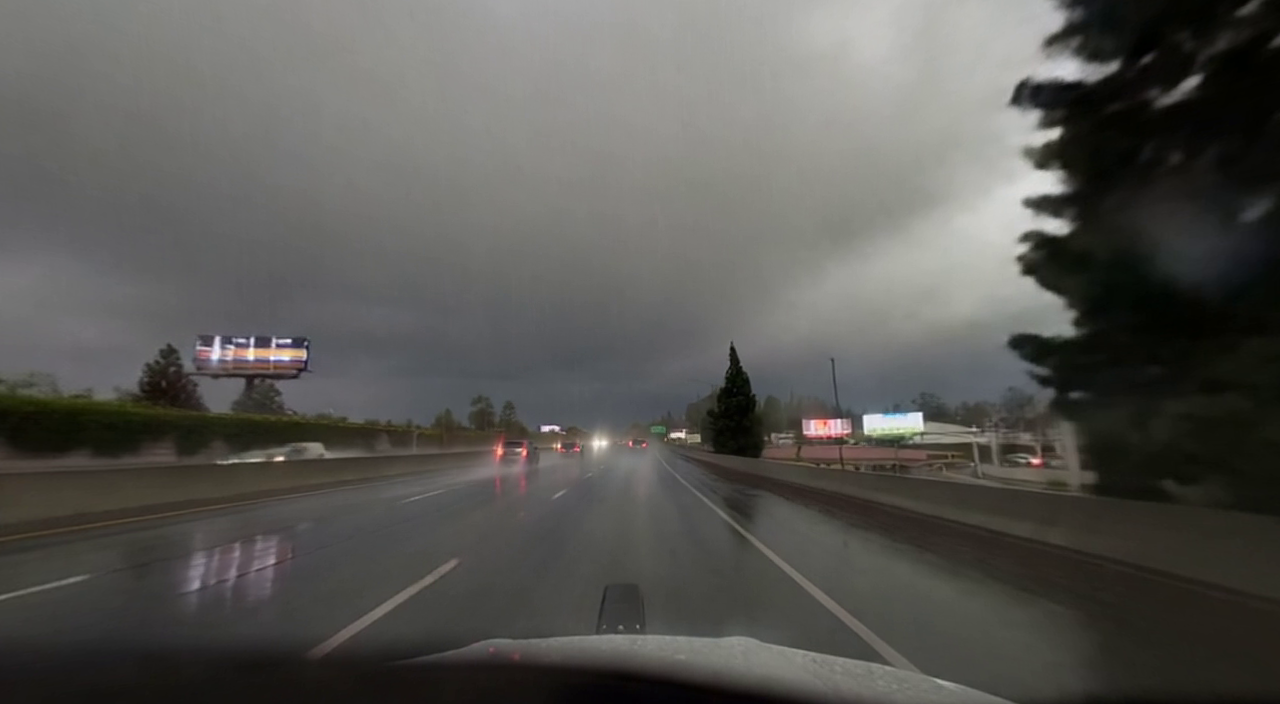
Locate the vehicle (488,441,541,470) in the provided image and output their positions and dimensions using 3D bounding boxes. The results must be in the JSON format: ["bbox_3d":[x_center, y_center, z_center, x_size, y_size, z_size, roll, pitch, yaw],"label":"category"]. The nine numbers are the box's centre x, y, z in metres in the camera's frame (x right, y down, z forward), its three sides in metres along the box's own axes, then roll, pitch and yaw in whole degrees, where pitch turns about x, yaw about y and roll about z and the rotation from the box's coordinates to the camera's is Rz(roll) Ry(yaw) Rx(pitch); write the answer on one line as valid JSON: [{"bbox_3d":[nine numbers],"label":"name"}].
[{"bbox_3d":[-7.078,5.904,36.024,2.008,1.520,4.731,0,-9,1],"label":"vehicle"}]
